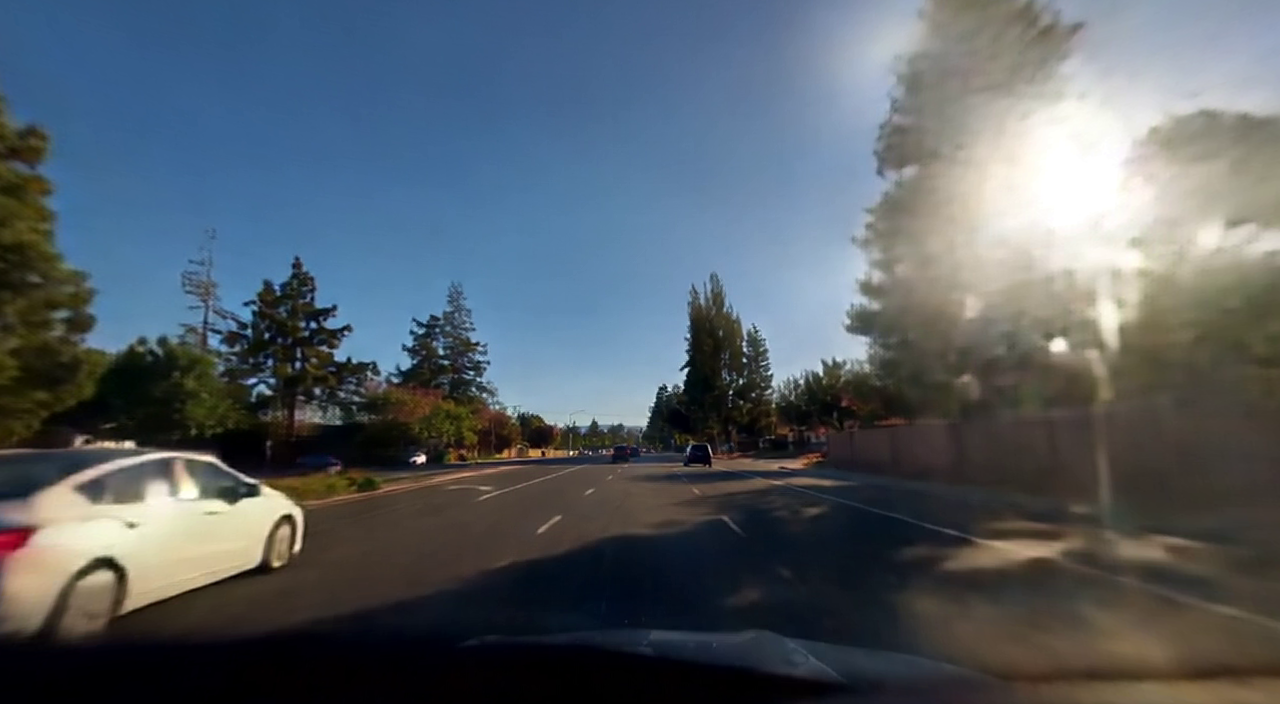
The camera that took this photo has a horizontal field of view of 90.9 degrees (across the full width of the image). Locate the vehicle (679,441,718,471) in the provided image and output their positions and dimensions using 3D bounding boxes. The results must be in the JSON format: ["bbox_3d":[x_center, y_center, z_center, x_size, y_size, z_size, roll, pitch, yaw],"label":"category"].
[{"bbox_3d":[3.737,6.736,41.086,2.114,1.780,4.445,0,-8,0],"label":"vehicle"}]

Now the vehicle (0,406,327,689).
[{"bbox_3d":[-4.531,1.298,5.000,1.966,1.524,4.410,0,-8,-2],"label":"vehicle"}]
